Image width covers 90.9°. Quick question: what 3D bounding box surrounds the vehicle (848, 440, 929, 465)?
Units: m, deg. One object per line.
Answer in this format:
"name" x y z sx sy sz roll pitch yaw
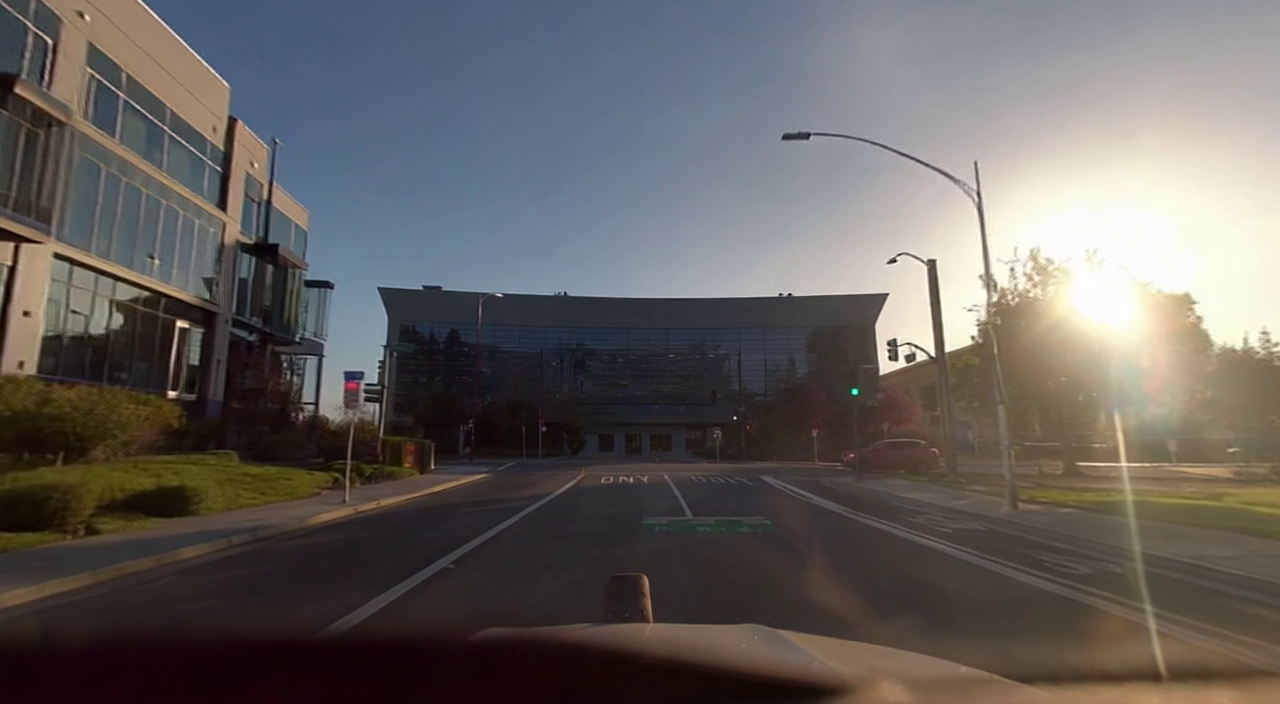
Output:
"vehicle" 17.127 6.937 43.668 4.715 1.671 2.030 0 -8 0
